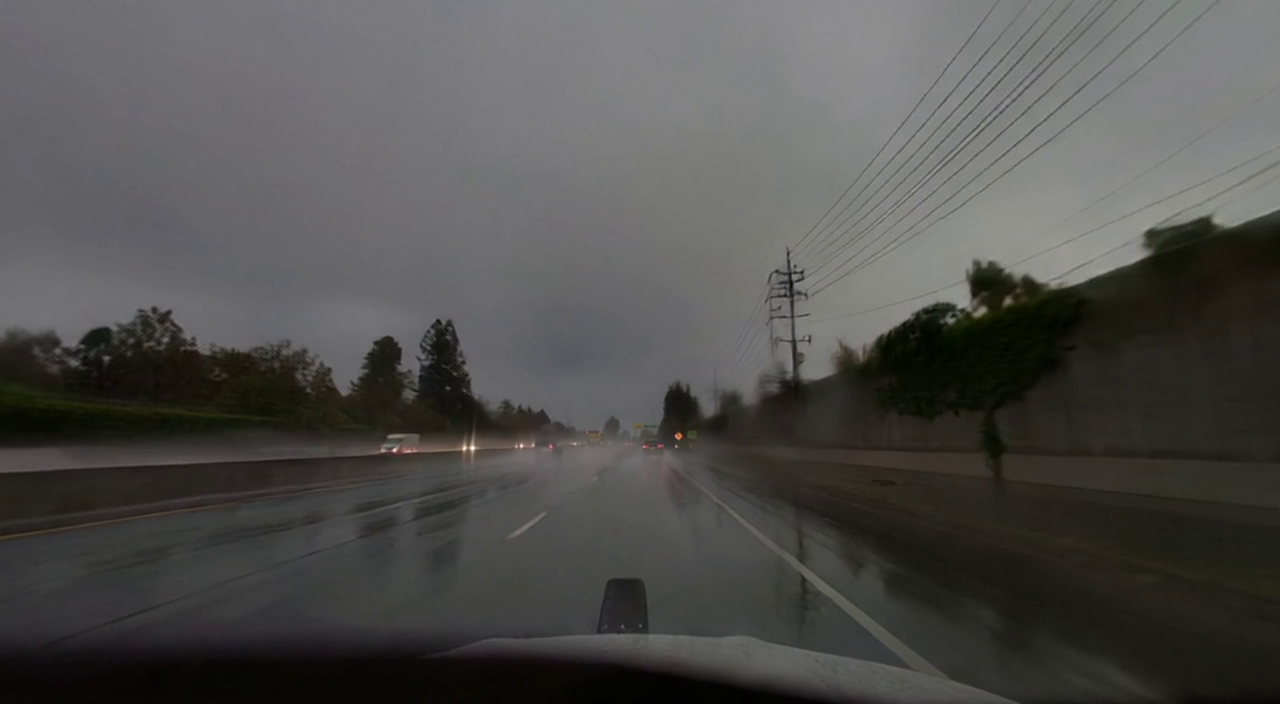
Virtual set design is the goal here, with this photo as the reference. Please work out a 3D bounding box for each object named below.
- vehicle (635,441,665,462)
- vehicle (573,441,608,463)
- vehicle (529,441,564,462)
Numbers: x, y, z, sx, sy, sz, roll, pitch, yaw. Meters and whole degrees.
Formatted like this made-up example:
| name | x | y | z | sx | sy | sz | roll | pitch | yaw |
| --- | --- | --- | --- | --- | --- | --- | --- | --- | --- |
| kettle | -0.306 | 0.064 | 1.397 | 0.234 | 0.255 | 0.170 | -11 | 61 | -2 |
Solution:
| name | x | y | z | sx | sy | sz | roll | pitch | yaw |
| --- | --- | --- | --- | --- | --- | --- | --- | --- | --- |
| vehicle | 0.706 | 7.261 | 45.868 | 2.057 | 1.453 | 3.926 | 0 | -8 | 0 |
| vehicle | -3.367 | 6.878 | 43.282 | 2.046 | 1.478 | 4.111 | 0 | -8 | 1 |
| vehicle | -7.007 | 7.501 | 47.427 | 1.936 | 1.497 | 4.251 | 0 | -8 | 2 |
